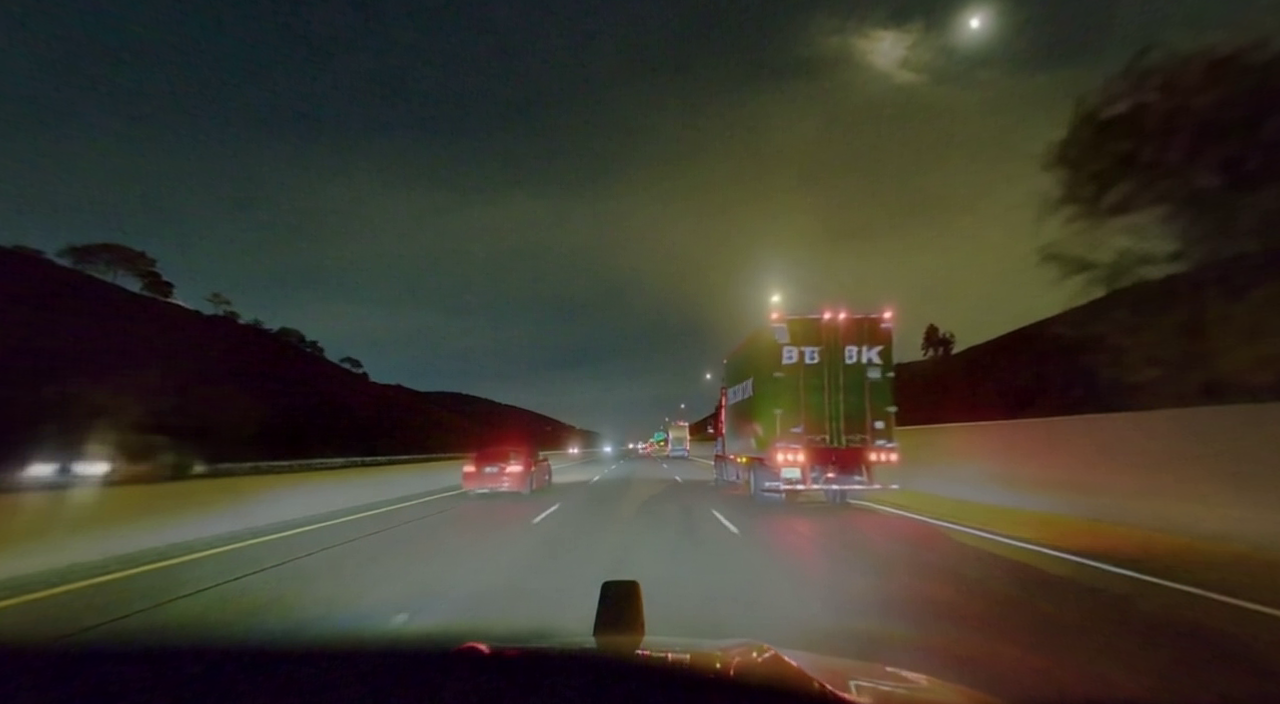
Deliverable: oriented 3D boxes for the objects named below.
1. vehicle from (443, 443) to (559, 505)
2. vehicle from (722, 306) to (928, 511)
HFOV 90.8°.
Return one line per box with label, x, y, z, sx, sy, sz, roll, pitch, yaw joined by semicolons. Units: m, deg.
vehicle;-3.745;3.403;18.099;2.060;1.475;5.314;0;-9;1
vehicle;4.003;1.548;15.575;2.999;4.023;6.337;0;-9;-1
